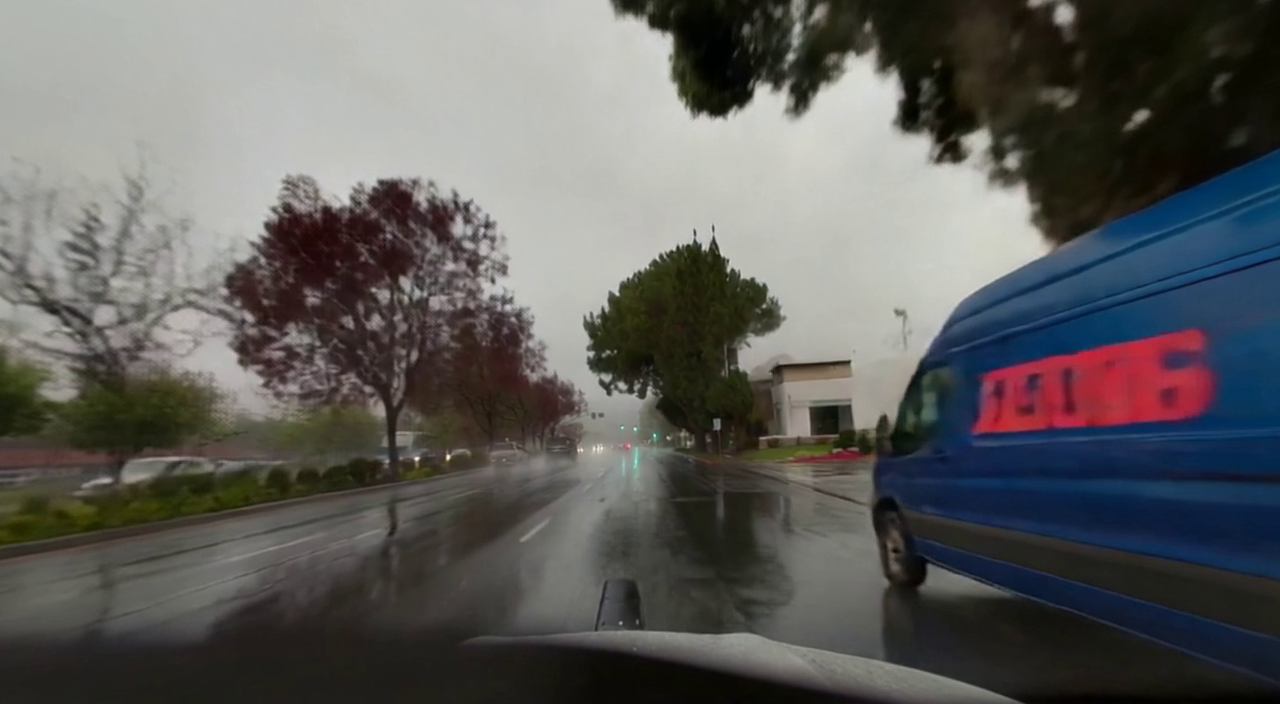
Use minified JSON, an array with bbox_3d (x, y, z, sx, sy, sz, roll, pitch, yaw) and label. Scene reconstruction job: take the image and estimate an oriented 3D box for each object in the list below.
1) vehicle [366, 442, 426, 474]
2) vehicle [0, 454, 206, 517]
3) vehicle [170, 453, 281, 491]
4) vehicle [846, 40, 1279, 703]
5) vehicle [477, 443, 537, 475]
[{"bbox_3d":[-14.760,6.432,38.485,1.947,1.784,4.175,0,-9,0],"label":"vehicle"},{"bbox_3d":[-14.661,3.571,17.469,2.031,1.466,4.592,0,-9,0],"label":"vehicle"},{"bbox_3d":[-17.754,5.124,27.333,1.849,1.457,4.308,0,-9,0],"label":"vehicle"},{"bbox_3d":[3.649,0.480,3.490,2.821,2.768,5.972,0,-9,-2],"label":"vehicle"},{"bbox_3d":[-6.477,5.262,31.253,1.970,1.456,4.441,0,-9,1],"label":"vehicle"}]
